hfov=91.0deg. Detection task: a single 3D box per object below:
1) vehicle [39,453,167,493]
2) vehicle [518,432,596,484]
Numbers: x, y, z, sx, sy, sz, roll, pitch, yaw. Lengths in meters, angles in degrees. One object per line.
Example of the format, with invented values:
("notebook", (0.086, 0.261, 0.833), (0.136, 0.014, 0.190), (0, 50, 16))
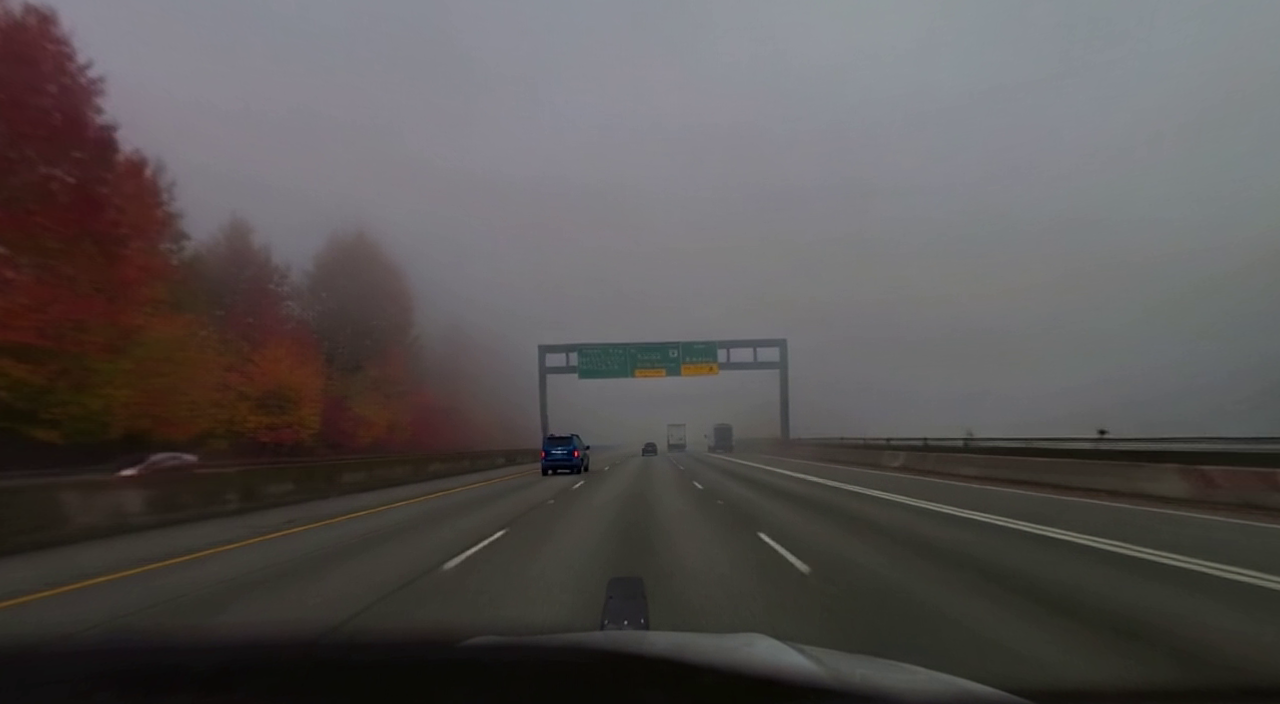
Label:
("vehicle", (-23.147, 5.200, 27.348), (1.803, 1.487, 4.200), (0, -8, 1))
("vehicle", (-2.920, 3.857, 23.269), (2.177, 1.707, 4.432), (0, -8, 1))
